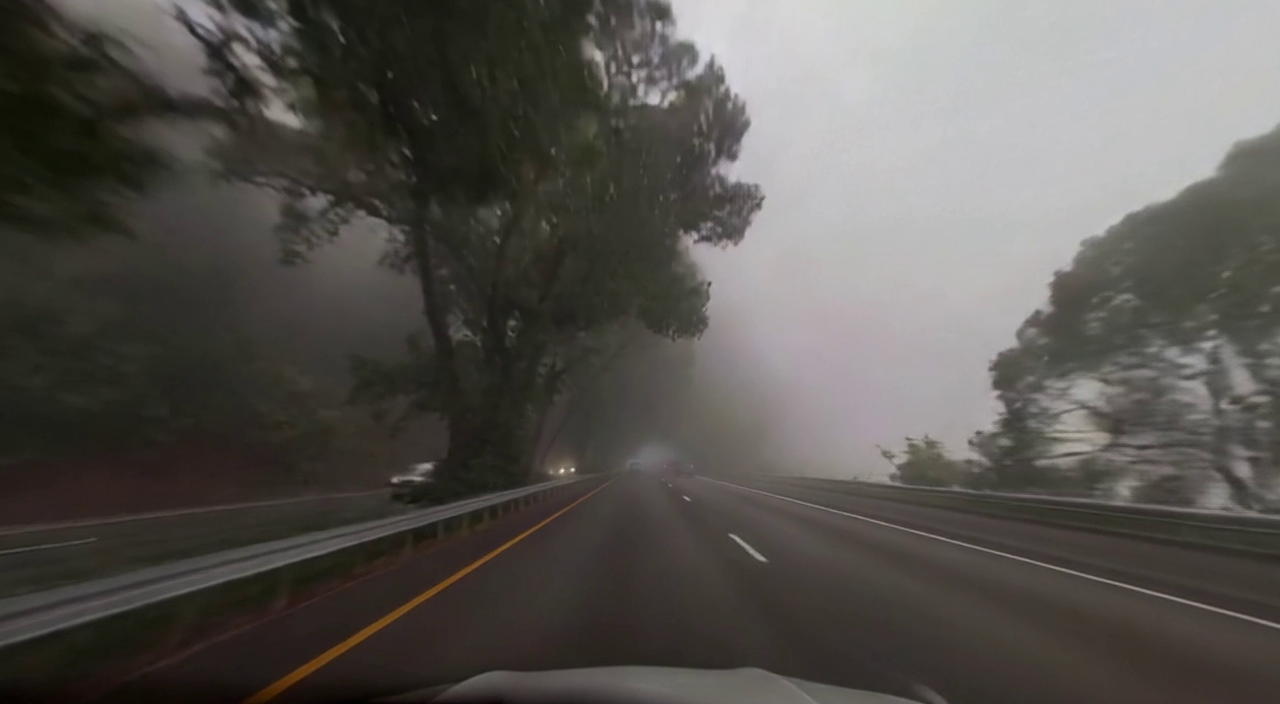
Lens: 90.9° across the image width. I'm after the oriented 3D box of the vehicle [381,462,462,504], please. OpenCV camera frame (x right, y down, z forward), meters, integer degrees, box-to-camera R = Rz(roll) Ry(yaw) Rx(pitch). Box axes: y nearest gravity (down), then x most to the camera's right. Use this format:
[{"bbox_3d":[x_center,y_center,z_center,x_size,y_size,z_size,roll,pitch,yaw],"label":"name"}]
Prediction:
[{"bbox_3d":[-7.929,4.780,23.215,1.680,1.405,3.585,1,-10,0],"label":"vehicle"}]
